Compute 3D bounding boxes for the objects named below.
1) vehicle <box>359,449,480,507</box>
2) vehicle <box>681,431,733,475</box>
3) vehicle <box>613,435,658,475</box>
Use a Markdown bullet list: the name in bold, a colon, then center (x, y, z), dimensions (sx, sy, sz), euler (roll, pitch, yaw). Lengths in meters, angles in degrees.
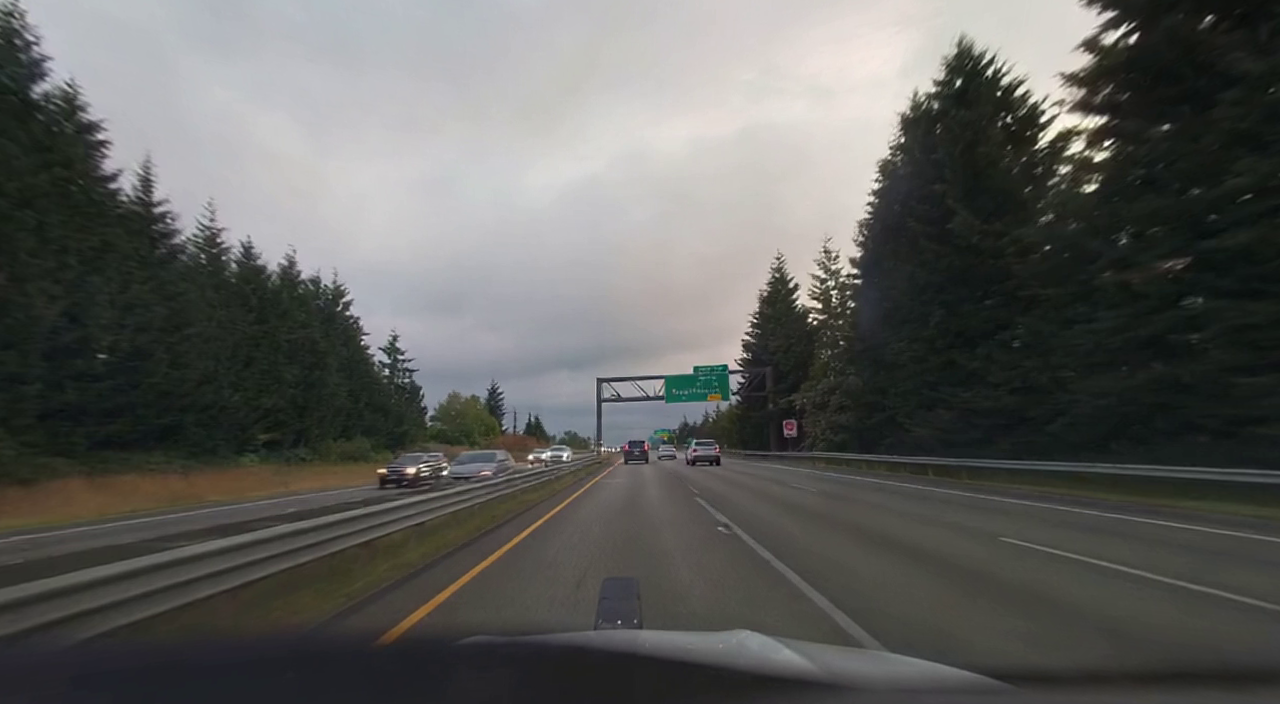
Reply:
- **vehicle**: center (-6.602, 3.801, 19.482), dimensions (2.057, 1.543, 4.722), euler (0, -9, 0)
- **vehicle**: center (3.268, 5.070, 31.640), dimensions (1.981, 1.984, 4.623), euler (0, -9, -2)
- **vehicle**: center (-0.216, 5.426, 33.247), dimensions (2.192, 1.912, 4.524), euler (0, -9, 0)
